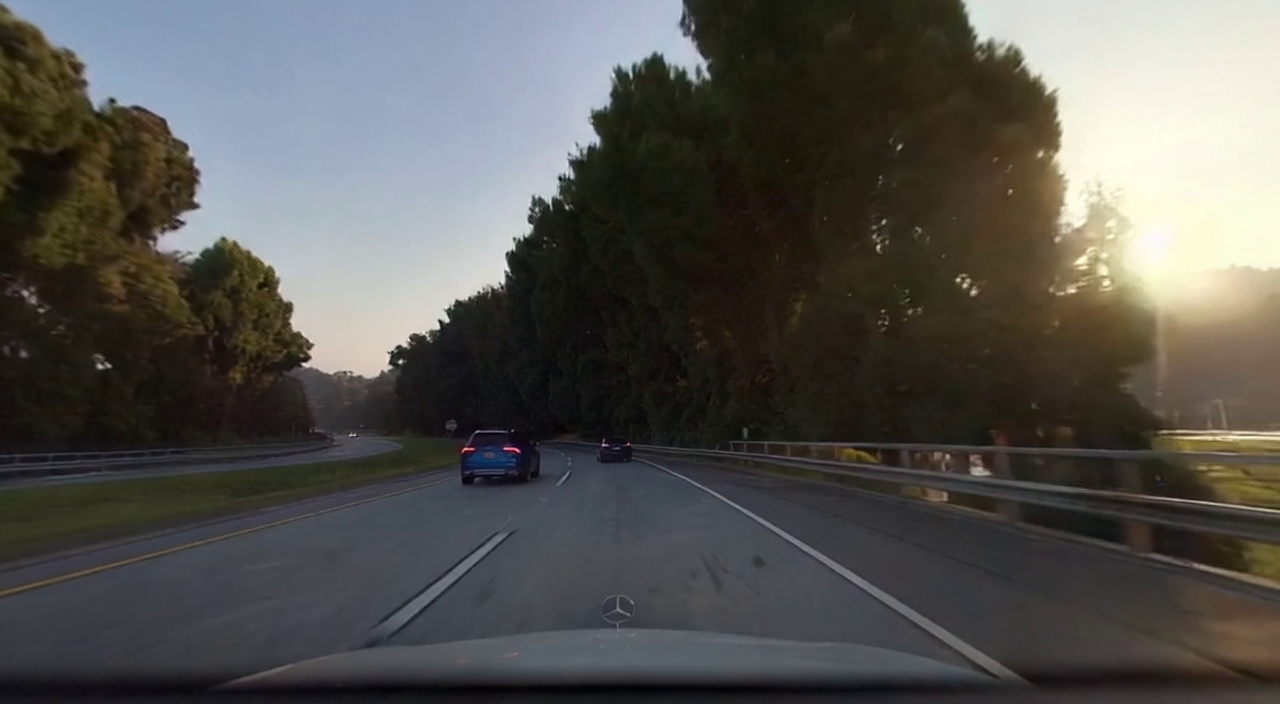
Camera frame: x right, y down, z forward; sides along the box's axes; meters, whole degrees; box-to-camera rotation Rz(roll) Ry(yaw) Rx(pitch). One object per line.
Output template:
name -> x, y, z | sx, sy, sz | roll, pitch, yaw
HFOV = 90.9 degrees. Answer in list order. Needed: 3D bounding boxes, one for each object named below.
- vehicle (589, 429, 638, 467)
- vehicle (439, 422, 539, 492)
vehicle -> -1.463, 5.023, 33.319 | 2.452, 1.857, 4.022 | 1, -8, -5
vehicle -> -4.423, 3.140, 19.325 | 2.053, 1.847, 4.760 | 0, -8, -2
